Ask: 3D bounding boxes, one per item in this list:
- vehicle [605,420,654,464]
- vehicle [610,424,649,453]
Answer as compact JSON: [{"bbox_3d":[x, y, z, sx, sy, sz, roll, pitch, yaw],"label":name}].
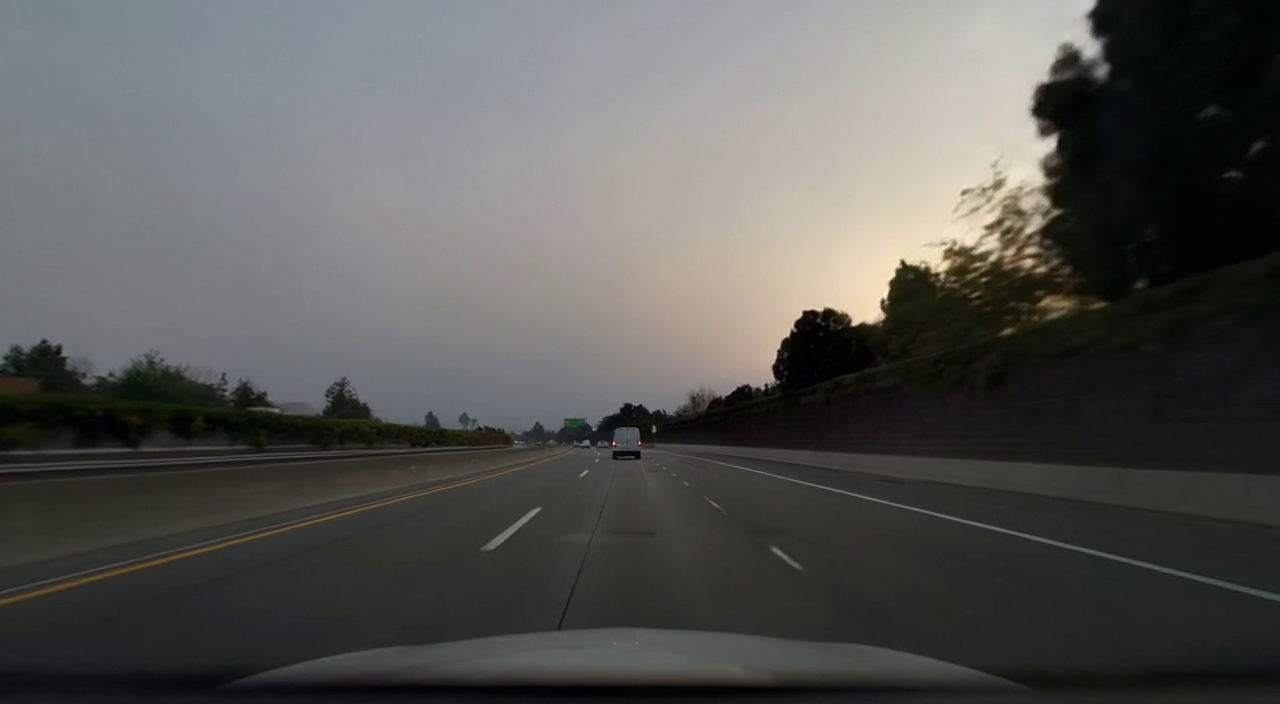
[{"bbox_3d":[-0.726,5.714,39.959,2.805,2.528,7.246,0,-8,-2],"label":"vehicle"},{"bbox_3d":[-0.700,5.325,38.720,2.157,1.647,4.524,0,-8,-4],"label":"vehicle"}]
